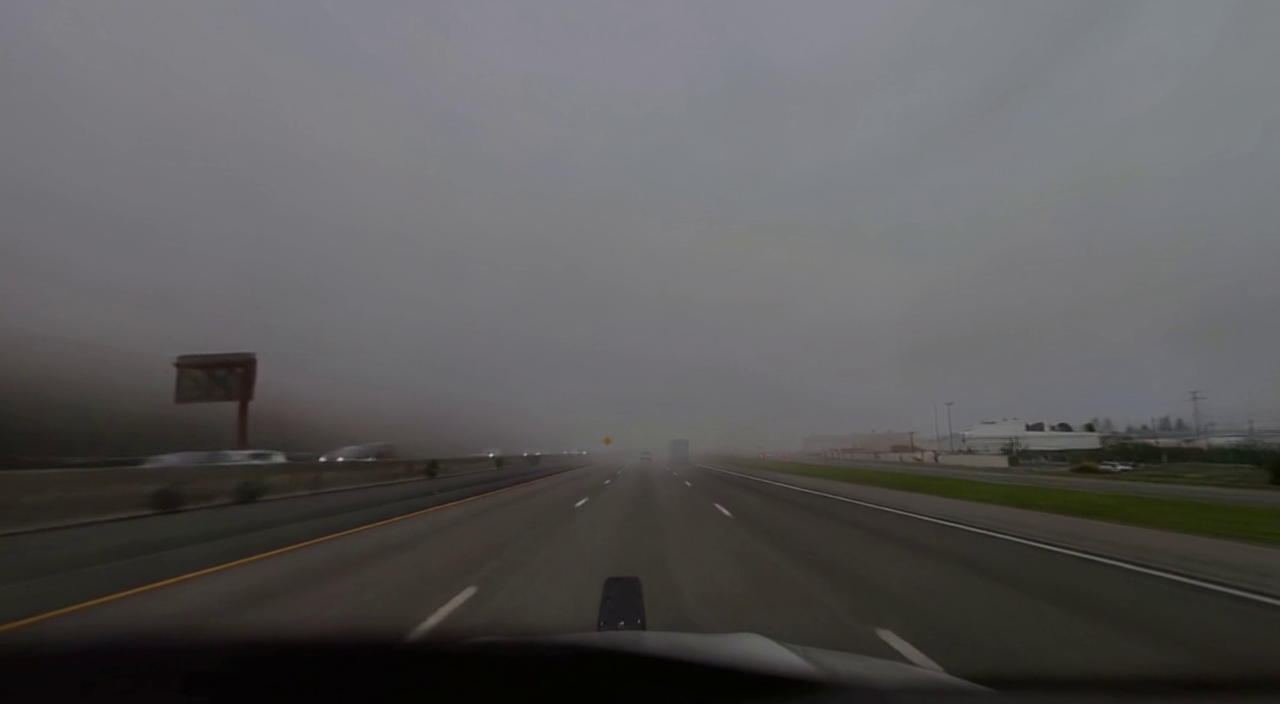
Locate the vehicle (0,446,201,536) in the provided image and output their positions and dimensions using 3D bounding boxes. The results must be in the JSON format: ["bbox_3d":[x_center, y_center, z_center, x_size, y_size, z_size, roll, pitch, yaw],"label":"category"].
[{"bbox_3d":[-11.156,2.585,12.332,1.920,1.428,4.416,0,-9,0],"label":"vehicle"}]

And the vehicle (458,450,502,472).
[{"bbox_3d":[-11.211,7.650,44.338,1.894,1.437,4.443,0,-9,1],"label":"vehicle"}]

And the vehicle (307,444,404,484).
[{"bbox_3d":[-11.934,4.707,26.783,2.035,1.512,4.336,0,-9,1],"label":"vehicle"}]
